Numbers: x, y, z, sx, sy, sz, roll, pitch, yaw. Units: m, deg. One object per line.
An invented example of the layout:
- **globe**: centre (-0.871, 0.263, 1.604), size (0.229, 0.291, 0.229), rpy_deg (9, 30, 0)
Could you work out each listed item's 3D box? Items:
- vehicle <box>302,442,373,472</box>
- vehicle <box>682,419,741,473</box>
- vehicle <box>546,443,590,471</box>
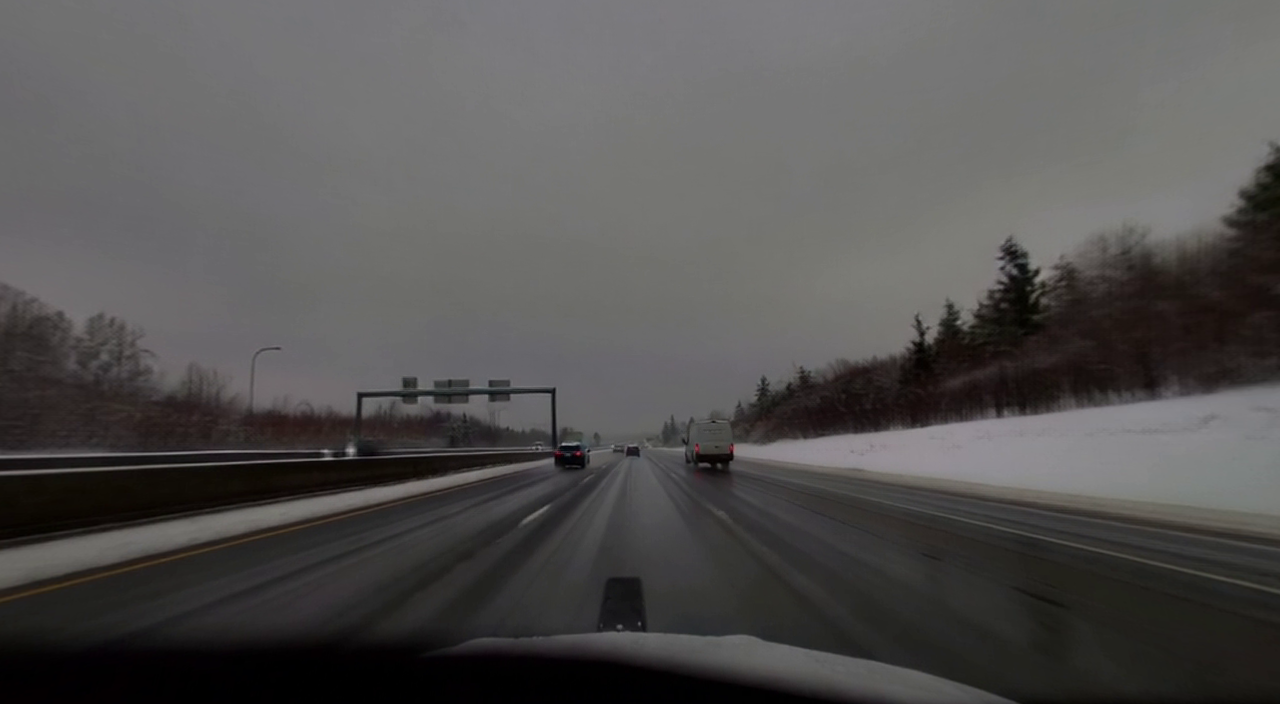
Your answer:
- **vehicle**: centre (-15.876, 5.521, 33.300), size (1.833, 1.441, 3.972), rpy_deg (0, -9, -1)
- **vehicle**: centre (3.735, 5.085, 33.996), size (2.361, 2.636, 5.684), rpy_deg (0, -9, -1)
- **vehicle**: centre (-4.155, 6.167, 37.242), size (2.054, 1.529, 4.368), rpy_deg (0, -9, 1)
